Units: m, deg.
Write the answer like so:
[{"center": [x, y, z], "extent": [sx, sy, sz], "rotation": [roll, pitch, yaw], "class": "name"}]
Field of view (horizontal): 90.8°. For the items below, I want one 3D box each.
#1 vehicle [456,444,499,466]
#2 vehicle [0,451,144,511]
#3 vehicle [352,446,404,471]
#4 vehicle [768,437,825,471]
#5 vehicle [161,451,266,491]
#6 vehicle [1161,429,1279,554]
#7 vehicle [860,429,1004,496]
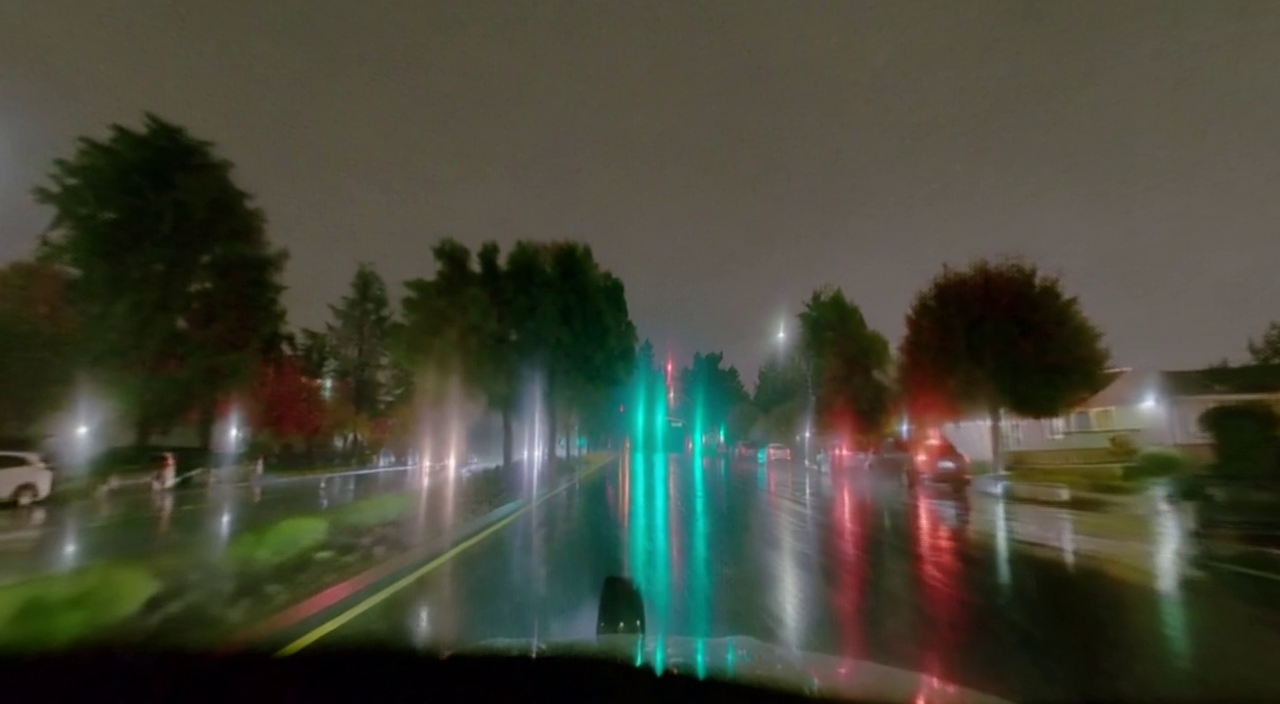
[{"center": [-11.622, 7.358, 45.453], "extent": [1.826, 1.472, 4.493], "rotation": [-1, -8, 1], "class": "vehicle"}, {"center": [-18.466, 3.995, 19.943], "extent": [1.876, 1.502, 4.696], "rotation": [-2, -7, 0], "class": "vehicle"}, {"center": [-18.488, 7.509, 44.774], "extent": [1.842, 1.660, 4.120], "rotation": [0, -8, 0], "class": "vehicle"}, {"center": [9.753, 6.418, 39.891], "extent": [2.176, 1.893, 5.744], "rotation": [2, -8, 0], "class": "vehicle"}, {"center": [-18.501, 5.130, 27.635], "extent": [1.732, 1.460, 3.932], "rotation": [-4, -8, 3], "class": "vehicle"}, {"center": [9.720, 1.852, 8.292], "extent": [1.949, 1.698, 4.351], "rotation": [0, -8, -1], "class": "vehicle"}, {"center": [9.772, 3.729, 21.872], "extent": [2.209, 1.982, 5.787], "rotation": [0, -8, 0], "class": "vehicle"}]
